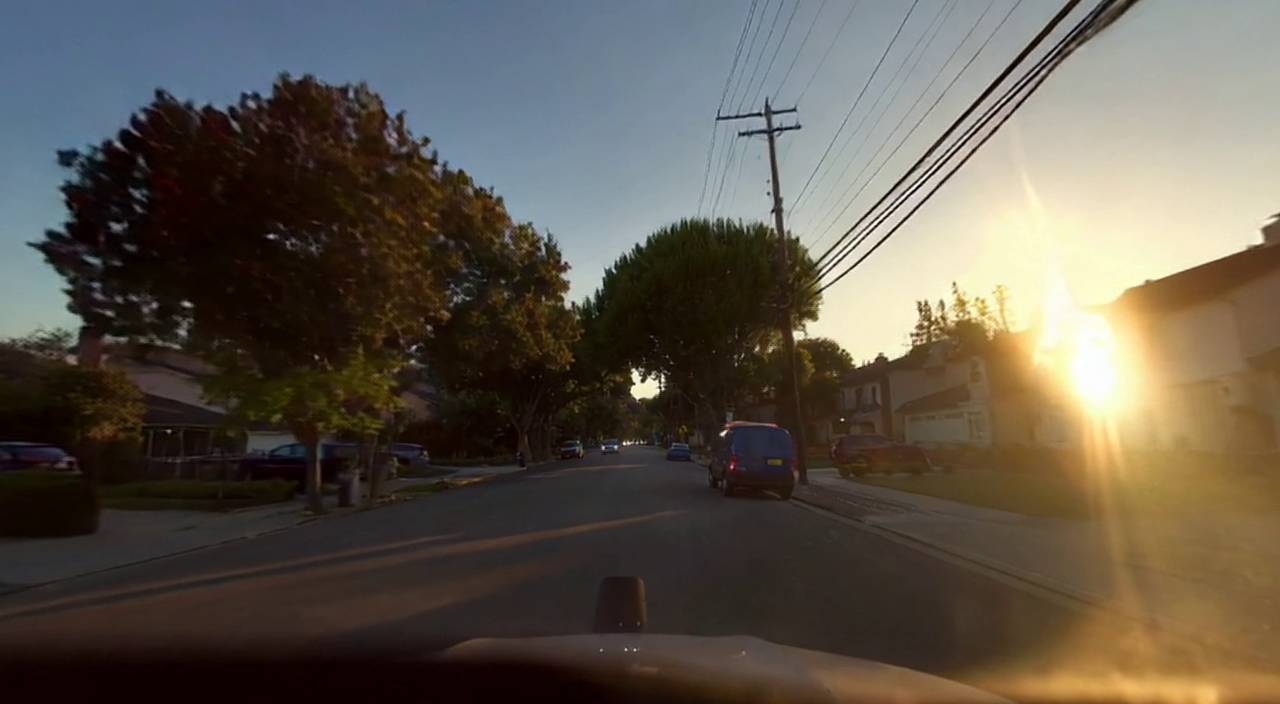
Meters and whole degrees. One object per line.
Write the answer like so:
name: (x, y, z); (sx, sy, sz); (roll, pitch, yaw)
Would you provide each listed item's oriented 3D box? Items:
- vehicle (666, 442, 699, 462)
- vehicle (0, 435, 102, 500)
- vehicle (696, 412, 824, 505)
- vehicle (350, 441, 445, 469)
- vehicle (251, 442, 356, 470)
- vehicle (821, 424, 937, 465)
vehicle: (3.166, 7.602, 48.315); (1.944, 1.439, 4.500); (1, -8, -4)
vehicle: (-18.457, 3.247, 17.968); (4.414, 1.731, 2.008); (0, -8, 1)
vehicle: (2.930, 2.786, 16.886); (2.311, 2.069, 5.156); (0, -8, -1)
vehicle: (-13.319, 5.679, 34.892); (4.443, 1.475, 1.932); (0, -8, -2)
vehicle: (-18.407, 5.675, 34.707); (4.615, 1.482, 2.073); (0, -8, 1)
vehicle: (11.007, 4.290, 29.378); (4.602, 1.799, 1.859); (0, -8, -1)
